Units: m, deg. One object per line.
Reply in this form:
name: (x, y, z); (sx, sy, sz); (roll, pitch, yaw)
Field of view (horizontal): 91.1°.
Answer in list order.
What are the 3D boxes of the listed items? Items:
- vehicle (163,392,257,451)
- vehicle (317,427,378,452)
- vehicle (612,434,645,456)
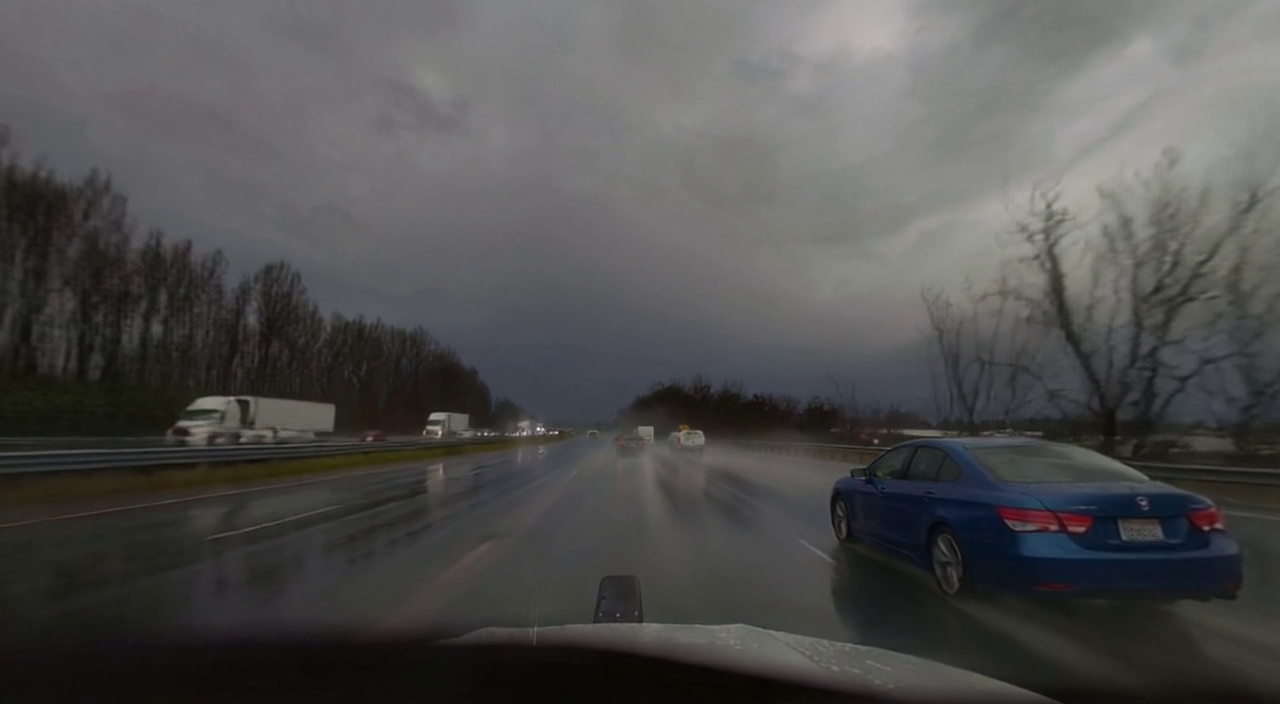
vehicle: (-30.223, 4.988, 44.491); (2.779, 3.898, 5.514); (1, -7, -3)
vehicle: (-18.653, 5.615, 40.352); (1.925, 1.462, 4.293); (0, -8, -1)
vehicle: (-0.802, 6.313, 42.964); (2.121, 1.445, 4.187); (0, -8, -2)
